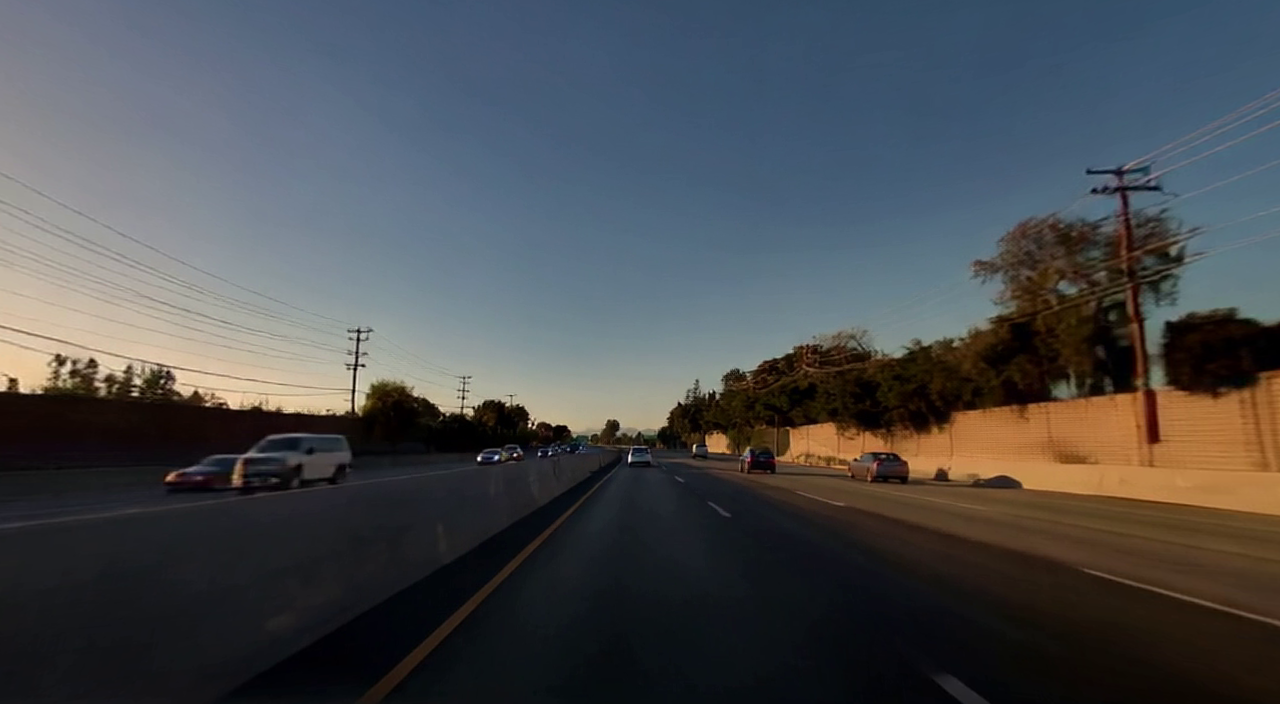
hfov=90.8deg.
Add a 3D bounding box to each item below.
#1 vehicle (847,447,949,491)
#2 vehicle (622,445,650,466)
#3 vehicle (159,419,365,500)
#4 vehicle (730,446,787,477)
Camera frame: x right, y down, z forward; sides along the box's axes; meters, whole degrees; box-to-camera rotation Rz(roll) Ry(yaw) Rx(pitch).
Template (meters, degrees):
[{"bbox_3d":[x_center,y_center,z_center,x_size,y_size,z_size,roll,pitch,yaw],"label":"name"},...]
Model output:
[{"bbox_3d":[9.746,4.420,24.334,1.969,1.506,4.422,0,-9,-1],"label":"vehicle"},{"bbox_3d":[-0.316,7.811,47.716,1.993,1.506,3.883,0,-9,-1],"label":"vehicle"},{"bbox_3d":[-9.901,2.885,17.244,2.483,1.868,4.989,0,-9,0],"label":"vehicle"},{"bbox_3d":[6.285,5.859,34.053,2.069,1.520,4.614,0,-9,-1],"label":"vehicle"}]
